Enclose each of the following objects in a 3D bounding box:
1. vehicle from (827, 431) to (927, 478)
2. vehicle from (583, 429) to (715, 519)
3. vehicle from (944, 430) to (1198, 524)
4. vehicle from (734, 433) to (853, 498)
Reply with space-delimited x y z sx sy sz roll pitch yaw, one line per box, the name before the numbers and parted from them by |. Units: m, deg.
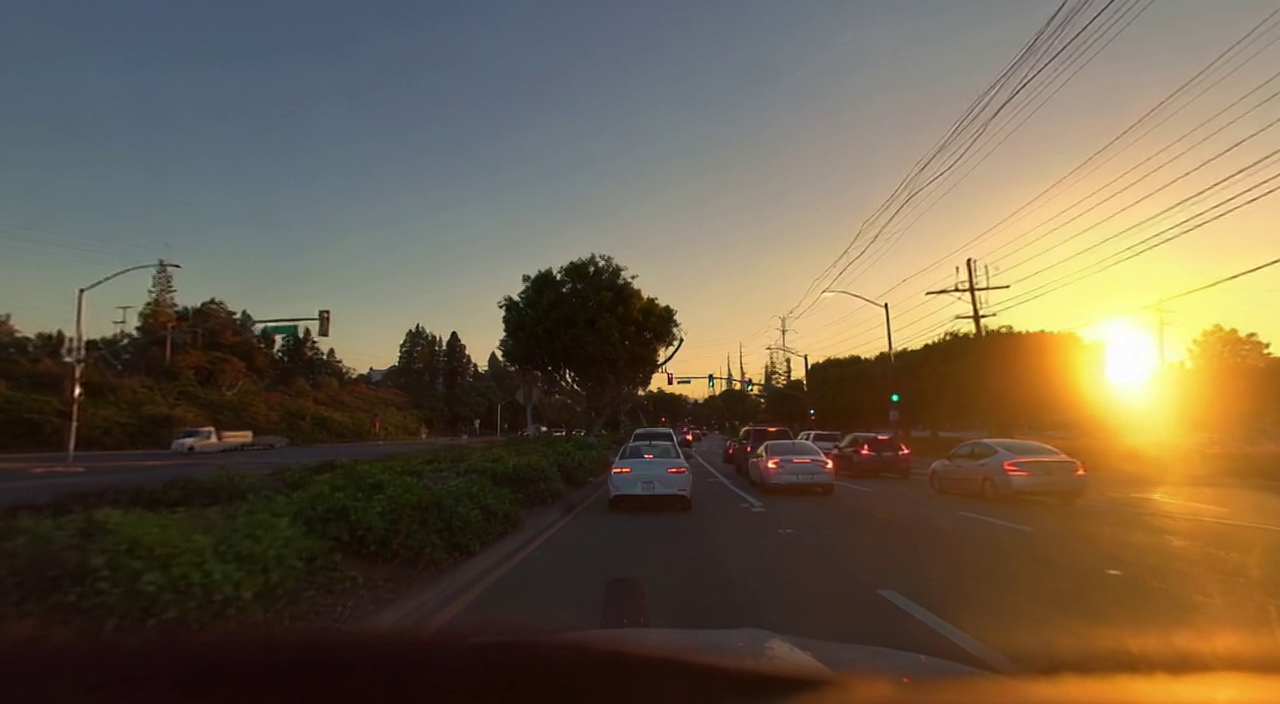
vehicle | 8.650 3.781 23.498 1.966 1.536 4.666 0 -8 1
vehicle | 0.174 2.382 12.833 2.208 1.498 4.401 0 -8 1
vehicle | 7.974 2.337 12.346 1.905 1.483 4.469 -1 -8 2
vehicle | 3.828 2.926 16.626 2.028 1.454 4.531 0 -8 1
